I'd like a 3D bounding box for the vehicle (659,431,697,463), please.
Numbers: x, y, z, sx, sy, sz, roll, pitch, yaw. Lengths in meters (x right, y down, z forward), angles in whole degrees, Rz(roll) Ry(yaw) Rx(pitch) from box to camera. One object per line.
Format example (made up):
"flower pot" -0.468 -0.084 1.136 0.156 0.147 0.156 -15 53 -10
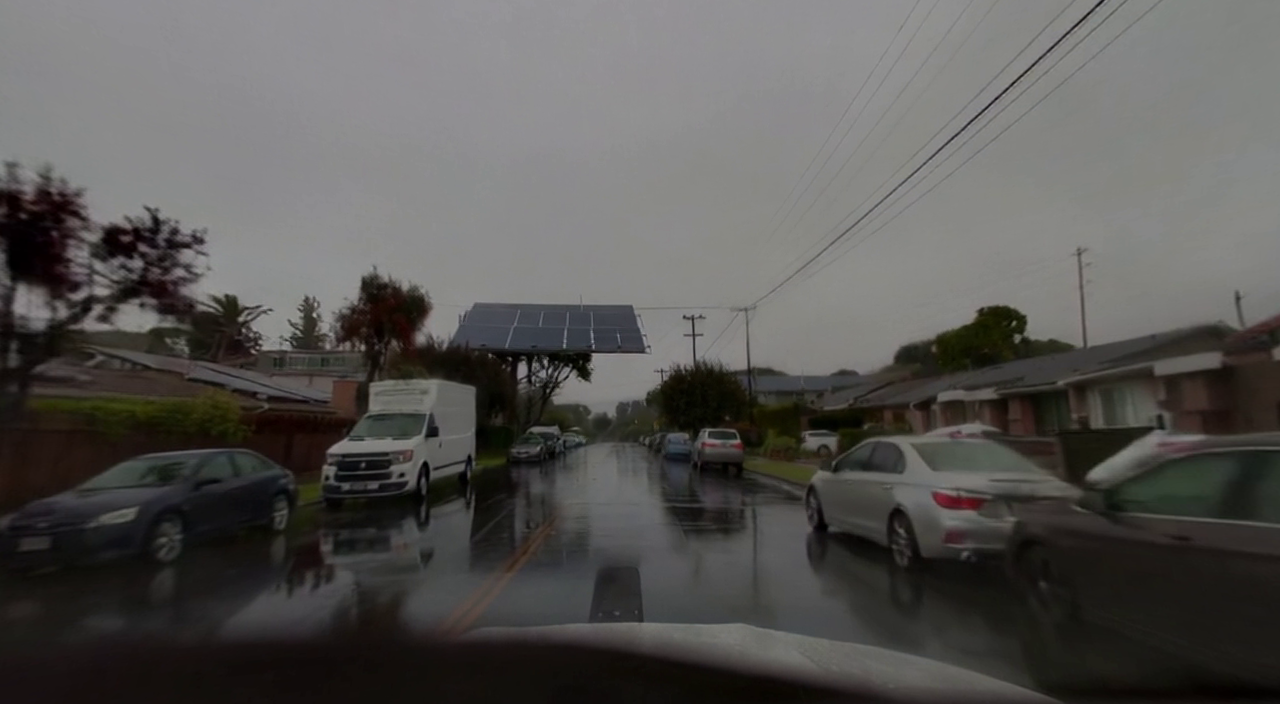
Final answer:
"vehicle" 2.245 5.765 38.613 1.918 1.815 4.400 0 -8 -2

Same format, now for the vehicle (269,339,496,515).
"vehicle" -6.248 2.059 17.146 2.896 3.648 8.004 0 -8 -1

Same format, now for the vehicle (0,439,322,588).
"vehicle" -6.263 1.927 8.508 1.921 1.470 4.068 0 -7 -2

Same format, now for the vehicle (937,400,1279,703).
"vehicle" 3.555 1.020 3.208 1.867 1.470 4.312 0 -8 -2

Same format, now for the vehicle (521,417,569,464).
"vehicle" -6.045 5.683 40.517 2.408 2.782 3.837 -2 -8 0

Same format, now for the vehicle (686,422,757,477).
"vehicle" 2.930 3.627 23.784 1.965 1.855 4.677 0 -8 -1
